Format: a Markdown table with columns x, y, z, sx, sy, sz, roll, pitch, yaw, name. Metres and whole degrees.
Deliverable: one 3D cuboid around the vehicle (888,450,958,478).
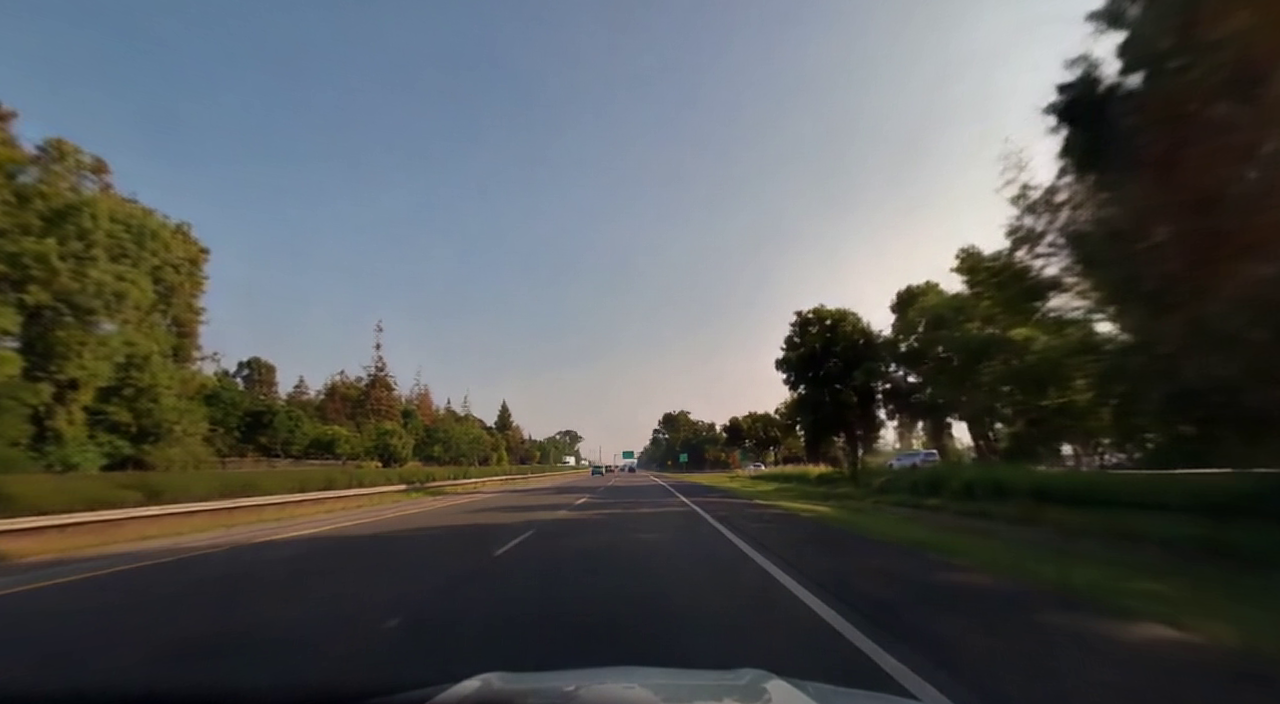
| x | y | z | sx | sy | sz | roll | pitch | yaw | name |
| --- | --- | --- | --- | --- | --- | --- | --- | --- | --- |
| 16.489 | 6.588 | 36.944 | 1.973 | 1.540 | 3.978 | 2 | -10 | -4 | vehicle |
